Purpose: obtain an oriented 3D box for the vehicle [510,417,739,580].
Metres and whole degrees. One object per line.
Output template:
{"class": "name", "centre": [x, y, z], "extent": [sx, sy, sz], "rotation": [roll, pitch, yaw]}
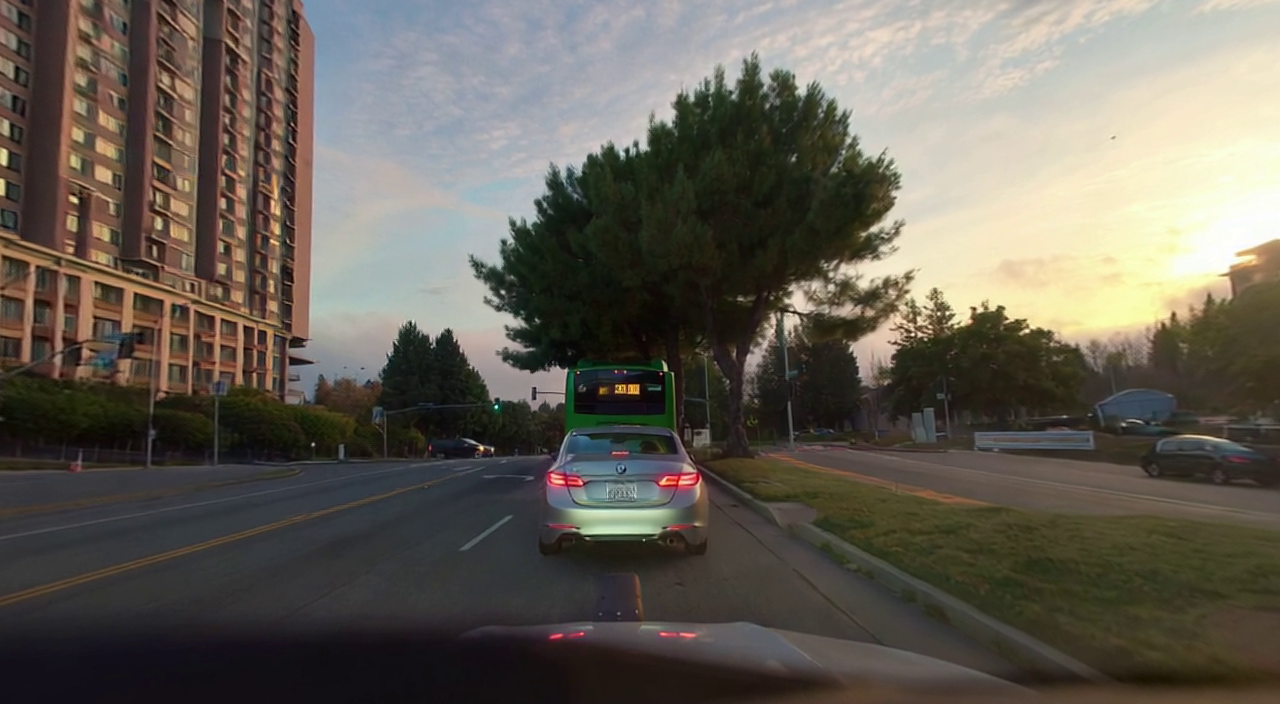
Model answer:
{"class": "vehicle", "centre": [-0.196, 1.587, 7.707], "extent": [2.064, 1.452, 3.942], "rotation": [0, -8, -2]}
